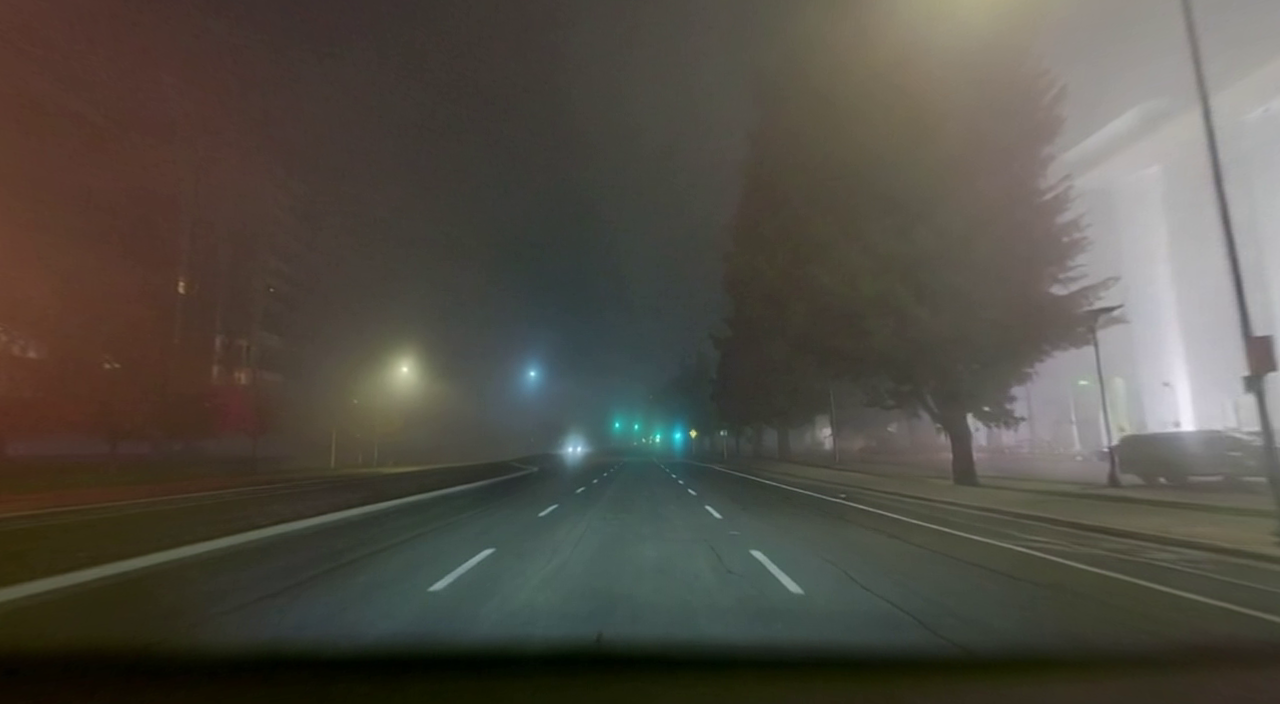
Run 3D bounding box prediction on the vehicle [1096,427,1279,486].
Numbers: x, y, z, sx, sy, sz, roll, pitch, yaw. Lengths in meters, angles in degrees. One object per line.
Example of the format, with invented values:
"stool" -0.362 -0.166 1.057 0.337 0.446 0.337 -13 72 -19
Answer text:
"vehicle" 17.485 3.231 19.689 4.938 1.729 2.098 0 -9 -3
